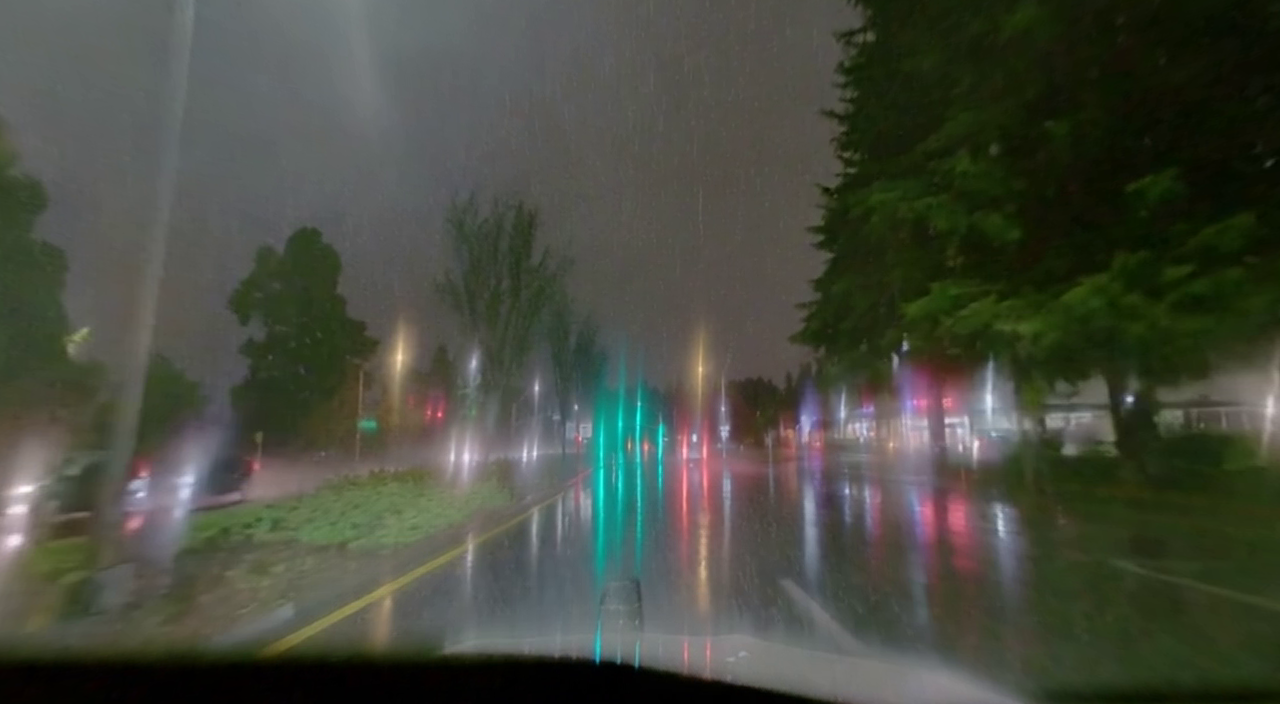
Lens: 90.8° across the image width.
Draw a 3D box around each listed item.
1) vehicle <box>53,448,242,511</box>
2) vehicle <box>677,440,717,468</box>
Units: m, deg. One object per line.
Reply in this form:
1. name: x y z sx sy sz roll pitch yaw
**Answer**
1. vehicle: -14.092 3.631 18.545 1.962 1.574 4.612 0 -8 -2
2. vehicle: 3.414 6.184 38.412 1.961 1.580 4.020 0 -8 -2
